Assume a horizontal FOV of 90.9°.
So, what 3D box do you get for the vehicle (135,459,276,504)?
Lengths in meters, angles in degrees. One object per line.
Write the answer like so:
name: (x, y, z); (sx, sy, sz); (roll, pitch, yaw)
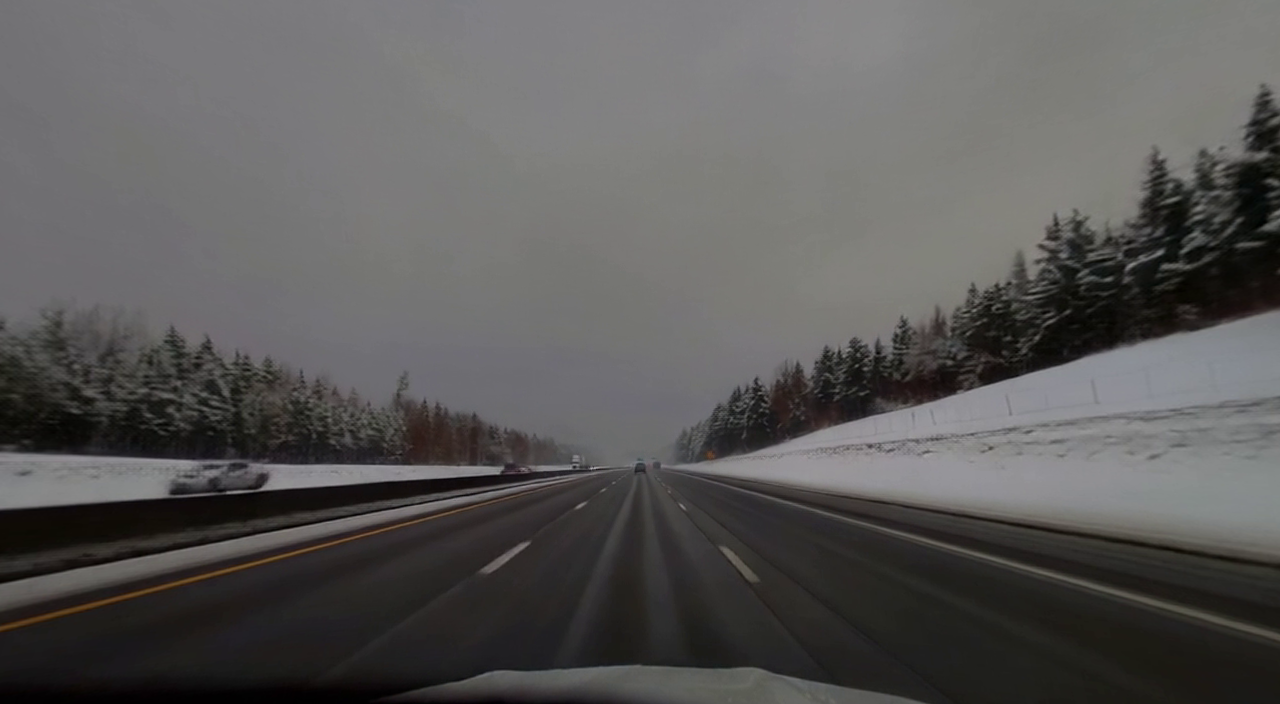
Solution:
vehicle: (-16.085, 4.808, 23.681); (2.019, 1.473, 4.559); (1, -11, 0)
